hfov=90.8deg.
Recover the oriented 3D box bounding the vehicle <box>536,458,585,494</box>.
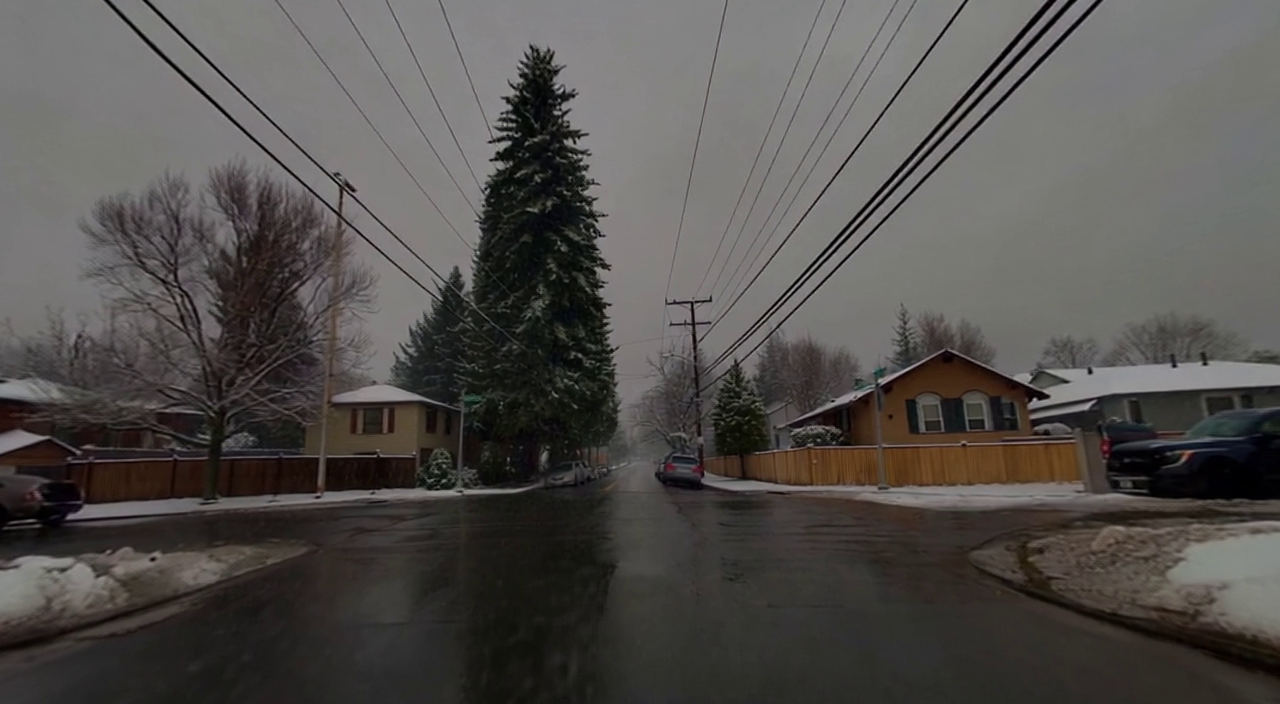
[{"bbox_3d":[-4.298,6.796,34.987,2.189,1.771,4.571,0,-9,-1],"label":"vehicle"}]

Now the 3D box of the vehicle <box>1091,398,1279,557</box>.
[{"bbox_3d":[9.678,1.690,8.947,4.677,1.949,2.334,-1,-8,3],"label":"vehicle"}]

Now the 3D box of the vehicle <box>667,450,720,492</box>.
[{"bbox_3d":[2.571,5.850,31.443,2.051,1.874,4.459,0,-8,-3],"label":"vehicle"}]
